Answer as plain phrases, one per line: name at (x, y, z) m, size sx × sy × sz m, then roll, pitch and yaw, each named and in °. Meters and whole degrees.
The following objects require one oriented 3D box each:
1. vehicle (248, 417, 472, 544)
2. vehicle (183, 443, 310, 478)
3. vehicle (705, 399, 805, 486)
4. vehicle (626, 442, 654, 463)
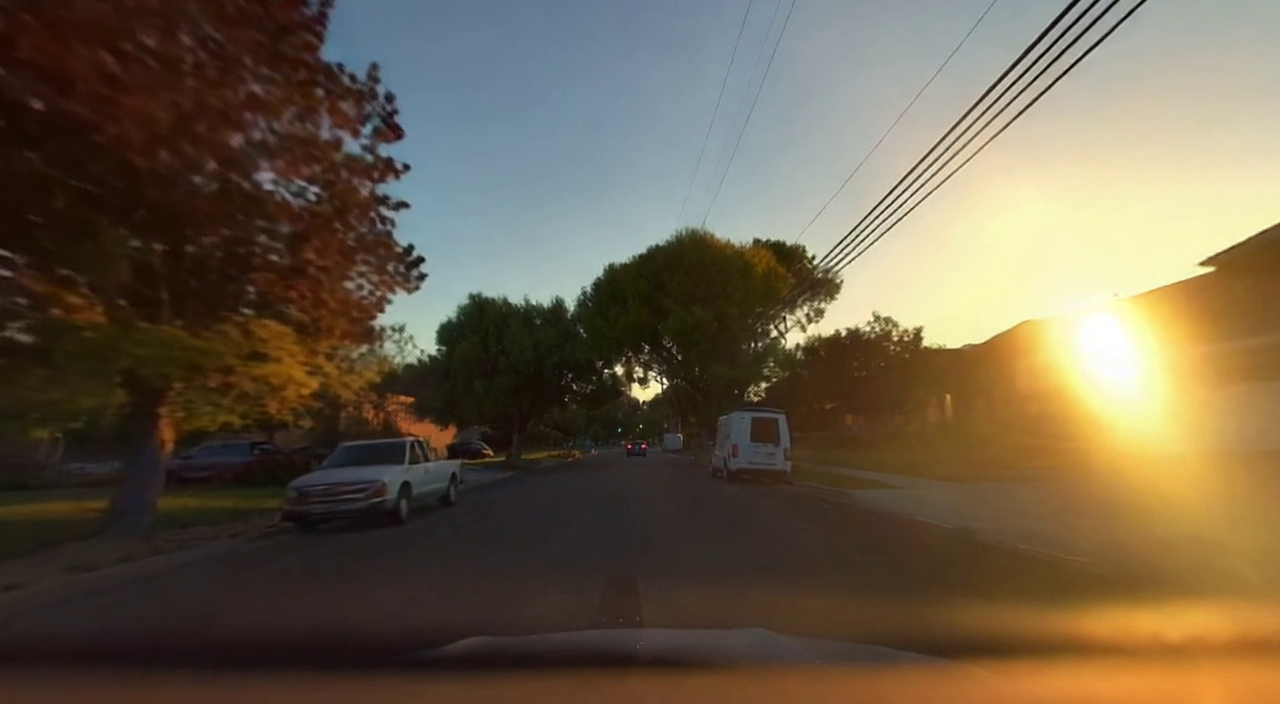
vehicle at (-5.845, 2.644, 14.341) m, size 2.284 × 2.119 × 5.984 m, roll -4°, pitch -7°, yaw 1°
vehicle at (-19.984, 5.504, 32.374) m, size 5.310 × 1.547 × 1.820 m, roll 3°, pitch -9°, yaw -27°
vehicle at (4.041, 3.375, 23.516) m, size 2.384 × 2.791 × 5.899 m, roll 0°, pitch -8°, yaw -2°
vehicle at (-0.036, 7.778, 48.984) m, size 2.062 × 1.509 × 4.305 m, roll -1°, pitch -8°, yaw -1°
